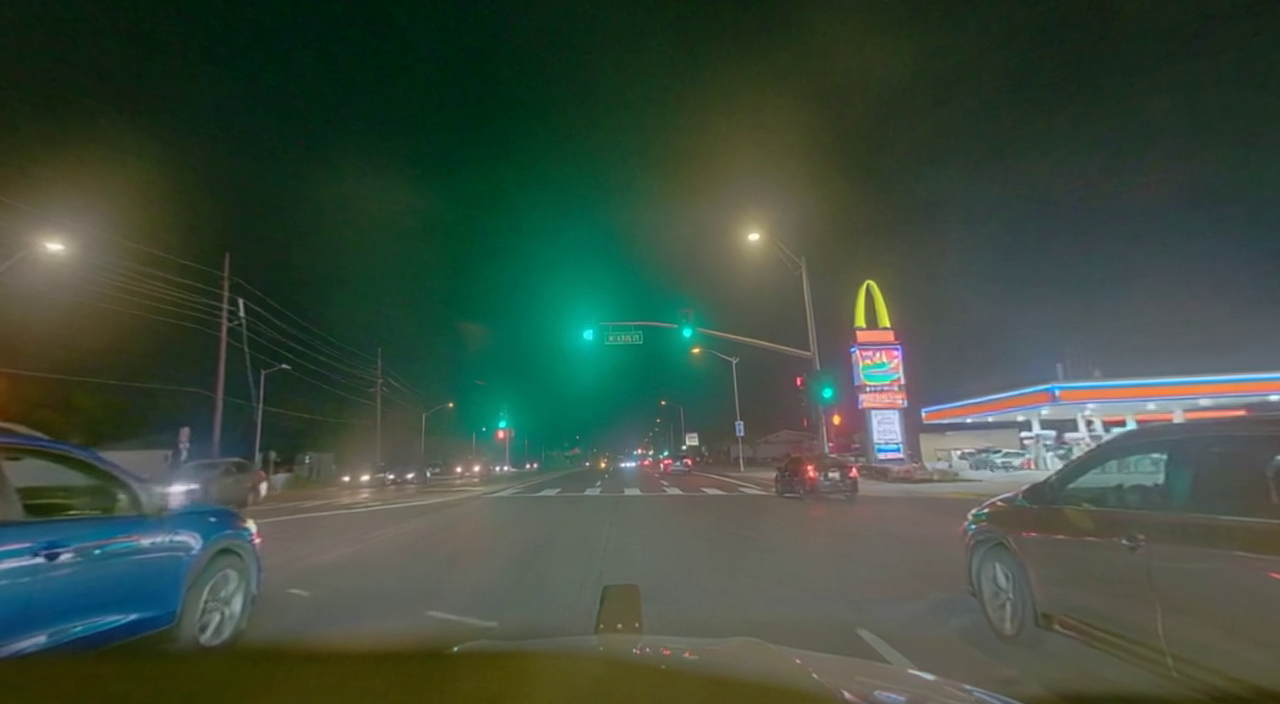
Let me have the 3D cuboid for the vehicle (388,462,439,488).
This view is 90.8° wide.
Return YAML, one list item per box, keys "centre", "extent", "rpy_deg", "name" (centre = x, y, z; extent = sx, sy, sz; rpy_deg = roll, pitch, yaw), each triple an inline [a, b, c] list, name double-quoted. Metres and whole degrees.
- centre: [-15.004, 8.167, 42.079]
  extent: [1.751, 1.484, 4.561]
  rpy_deg: [0, -9, -1]
  name: "vehicle"

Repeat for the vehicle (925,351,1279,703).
- centre: [3.306, 0.888, 2.627]
  extent: [2.085, 1.655, 4.459]
  rpy_deg: [0, -9, -1]
  name: "vehicle"

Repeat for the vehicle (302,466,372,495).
- centre: [-18.378, 7.806, 38.593]
  extent: [2.083, 1.466, 4.565]
  rpy_deg: [0, -9, -1]
  name: "vehicle"

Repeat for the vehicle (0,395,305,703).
- centre: [-3.711, 1.069, 3.118]
  extent: [1.935, 1.617, 4.045]
  rpy_deg: [0, -9, -1]
  name: "vehicle"

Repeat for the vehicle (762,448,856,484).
- centre: [8.656, 5.835, 32.680]
  extent: [2.066, 1.699, 4.419]
  rpy_deg: [5, -10, -32]
  name: "vehicle"
